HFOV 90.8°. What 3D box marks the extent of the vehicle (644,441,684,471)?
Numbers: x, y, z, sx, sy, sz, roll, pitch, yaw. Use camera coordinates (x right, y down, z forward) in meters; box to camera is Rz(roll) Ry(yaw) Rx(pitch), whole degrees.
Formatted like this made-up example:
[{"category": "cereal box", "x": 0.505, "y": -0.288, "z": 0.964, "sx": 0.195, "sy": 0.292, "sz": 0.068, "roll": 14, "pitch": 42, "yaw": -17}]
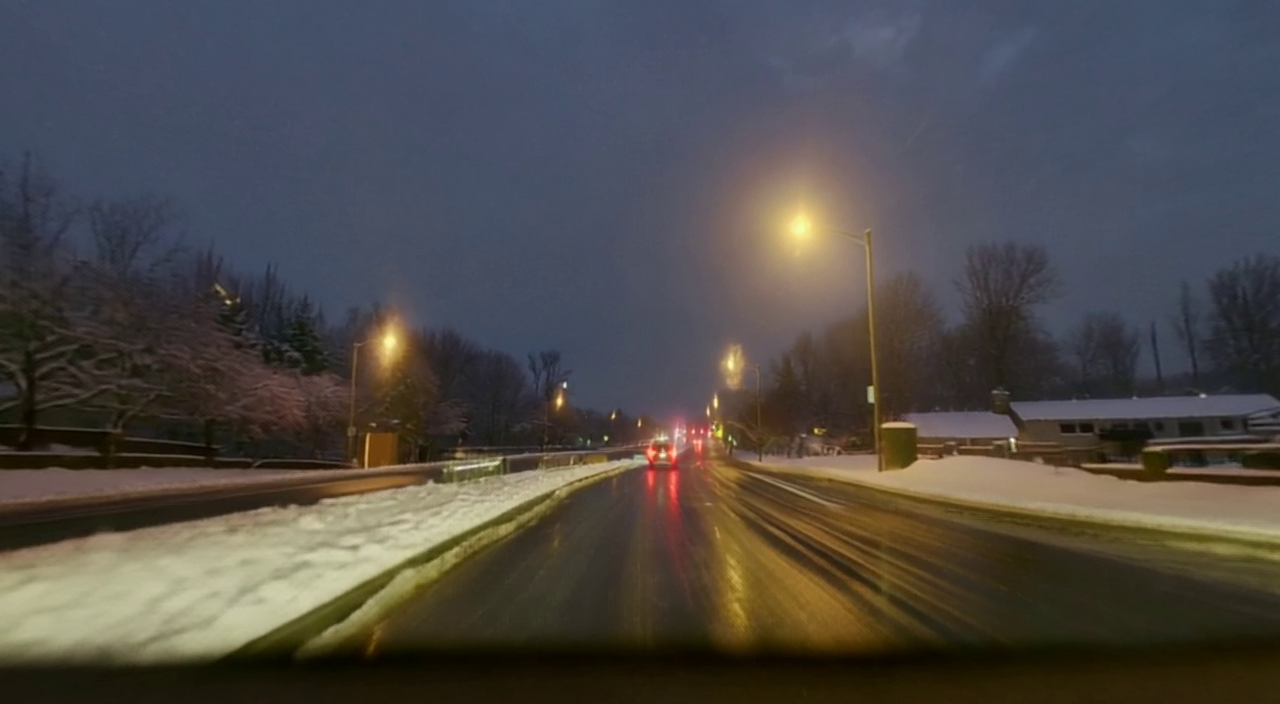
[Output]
[{"category": "vehicle", "x": 1.365, "y": 5.840, "z": 35.635, "sx": 2.158, "sy": 1.600, "sz": 3.865, "roll": 0, "pitch": -8, "yaw": 2}]
